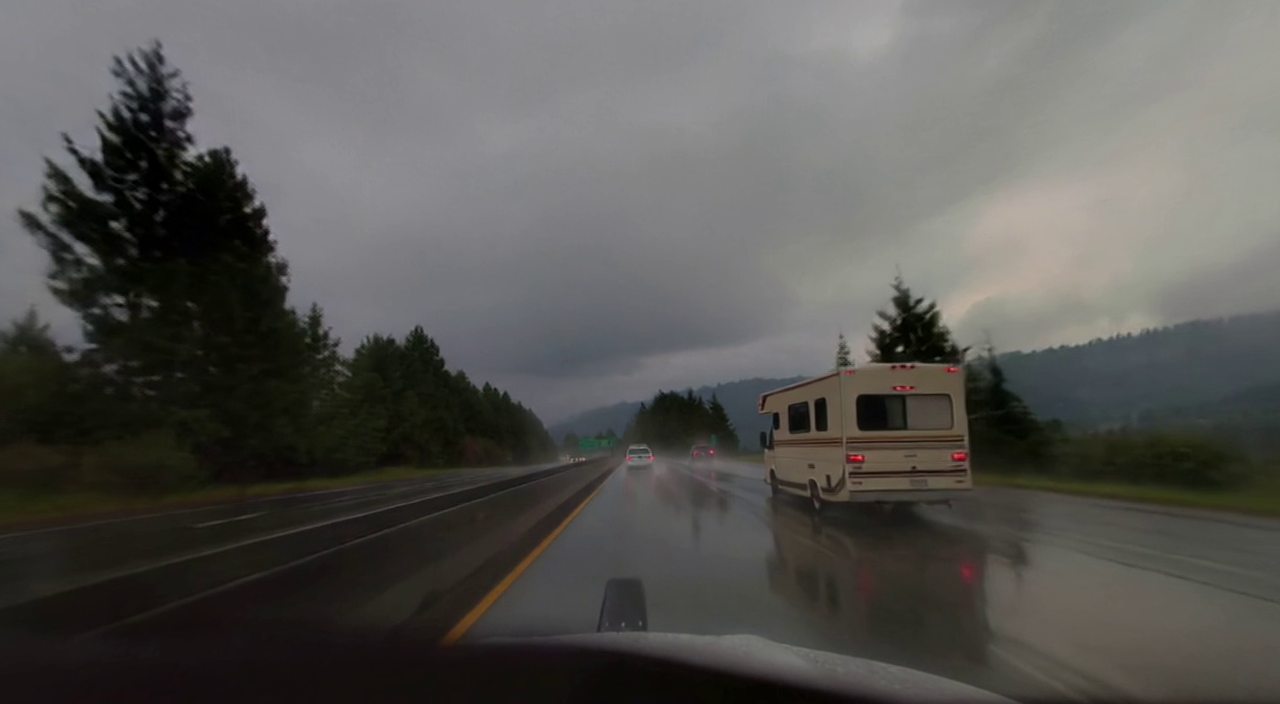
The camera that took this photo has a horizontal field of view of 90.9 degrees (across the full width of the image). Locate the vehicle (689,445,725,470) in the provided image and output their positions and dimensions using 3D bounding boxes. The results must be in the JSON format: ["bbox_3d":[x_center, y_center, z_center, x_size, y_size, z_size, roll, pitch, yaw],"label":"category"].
[{"bbox_3d":[4.079,6.437,38.677,1.757,1.459,3.398,0,-9,-1],"label":"vehicle"}]

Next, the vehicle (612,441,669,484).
[{"bbox_3d":[-0.003,4.438,25.542,2.120,1.575,4.018,0,-9,-1],"label":"vehicle"}]

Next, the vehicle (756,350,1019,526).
[{"bbox_3d":[4.621,1.907,13.719,2.745,2.832,7.035,0,-9,-1],"label":"vehicle"}]
